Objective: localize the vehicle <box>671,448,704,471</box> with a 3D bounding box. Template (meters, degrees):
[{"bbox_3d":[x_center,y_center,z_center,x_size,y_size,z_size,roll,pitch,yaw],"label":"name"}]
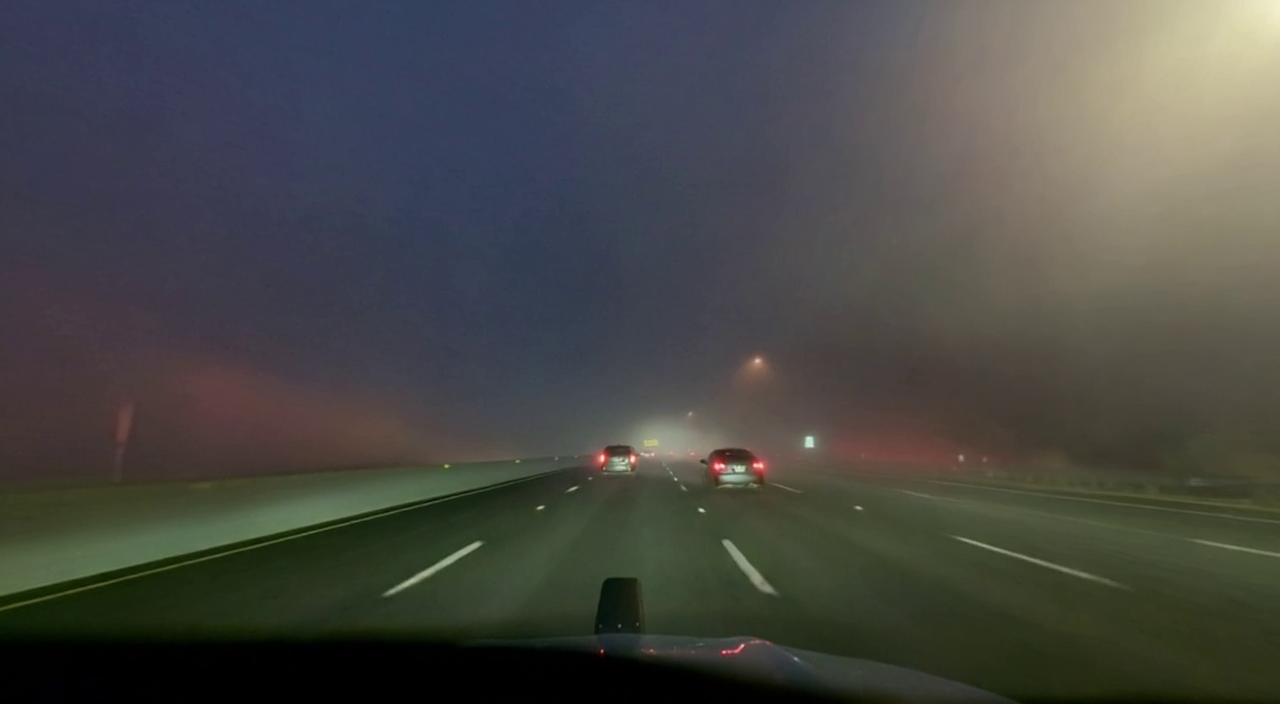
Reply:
[{"bbox_3d":[3.405,7.816,45.871,2.047,1.540,4.294,0,-9,0],"label":"vehicle"}]

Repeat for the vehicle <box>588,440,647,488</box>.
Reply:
[{"bbox_3d":[-0.824,4.417,25.202,2.142,1.724,4.344,0,-9,0],"label":"vehicle"}]

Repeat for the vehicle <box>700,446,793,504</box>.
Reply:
[{"bbox_3d":[2.948,3.501,18.329,2.004,1.471,4.032,0,-9,0],"label":"vehicle"}]
